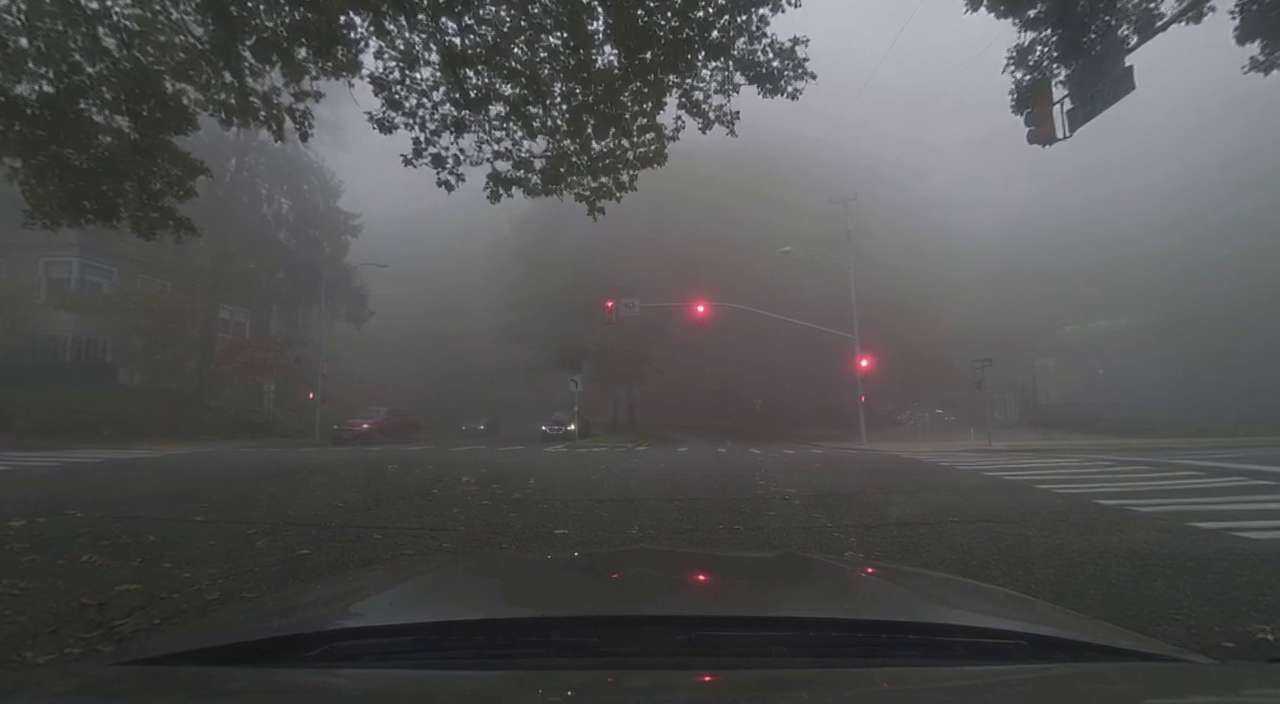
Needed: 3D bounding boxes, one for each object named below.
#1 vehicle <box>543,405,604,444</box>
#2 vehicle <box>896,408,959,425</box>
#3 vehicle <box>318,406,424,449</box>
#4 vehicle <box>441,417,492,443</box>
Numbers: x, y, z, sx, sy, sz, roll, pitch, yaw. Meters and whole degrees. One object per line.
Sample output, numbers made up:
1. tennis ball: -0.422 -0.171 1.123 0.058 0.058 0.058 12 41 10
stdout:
1. vehicle: -3.446 3.967 33.845 2.306 1.907 5.382 -1 -8 4
2. vehicle: 22.005 4.942 48.439 3.933 1.219 1.700 -1 -9 3
3. vehicle: -12.866 3.730 30.680 2.340 1.902 4.920 -2 -9 10
4. vehicle: -11.234 5.122 41.135 1.899 1.510 4.294 -1 -8 3
